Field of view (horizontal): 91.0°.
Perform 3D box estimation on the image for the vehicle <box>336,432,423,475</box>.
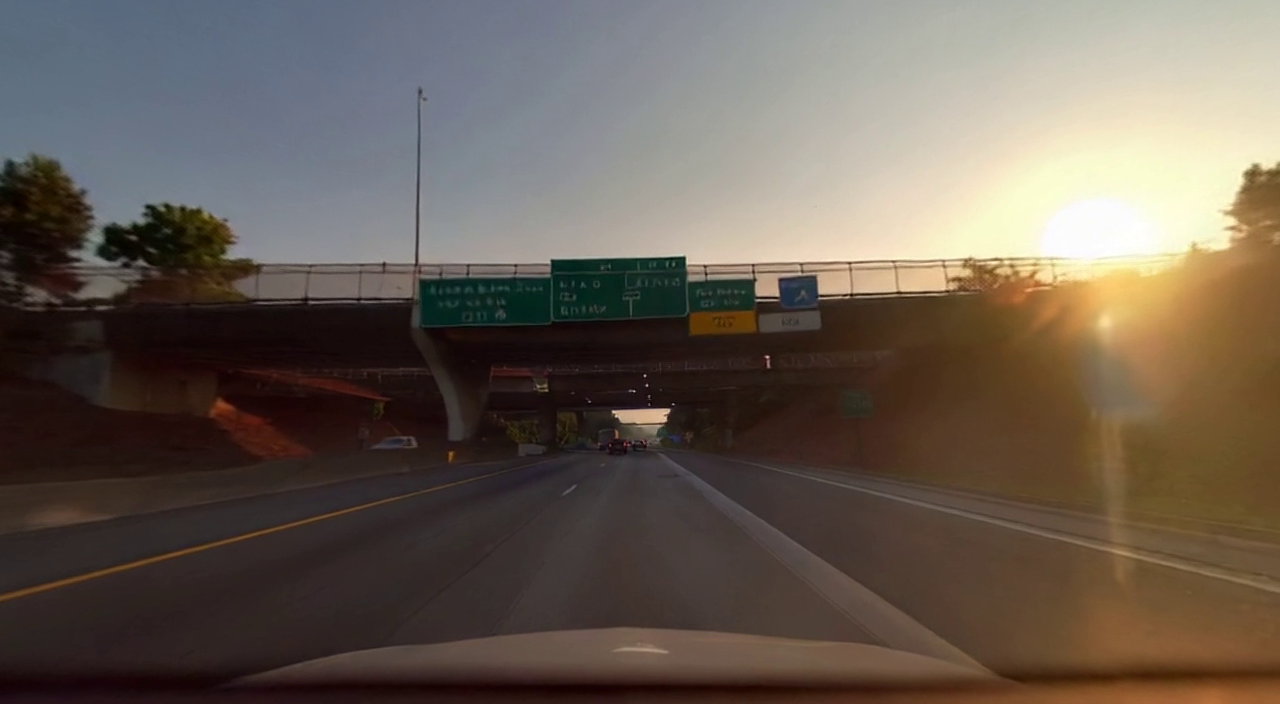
[{"bbox_3d":[-12.497,4.865,30.572,2.229,1.873,4.698,0,-8,0],"label":"vehicle"}]
